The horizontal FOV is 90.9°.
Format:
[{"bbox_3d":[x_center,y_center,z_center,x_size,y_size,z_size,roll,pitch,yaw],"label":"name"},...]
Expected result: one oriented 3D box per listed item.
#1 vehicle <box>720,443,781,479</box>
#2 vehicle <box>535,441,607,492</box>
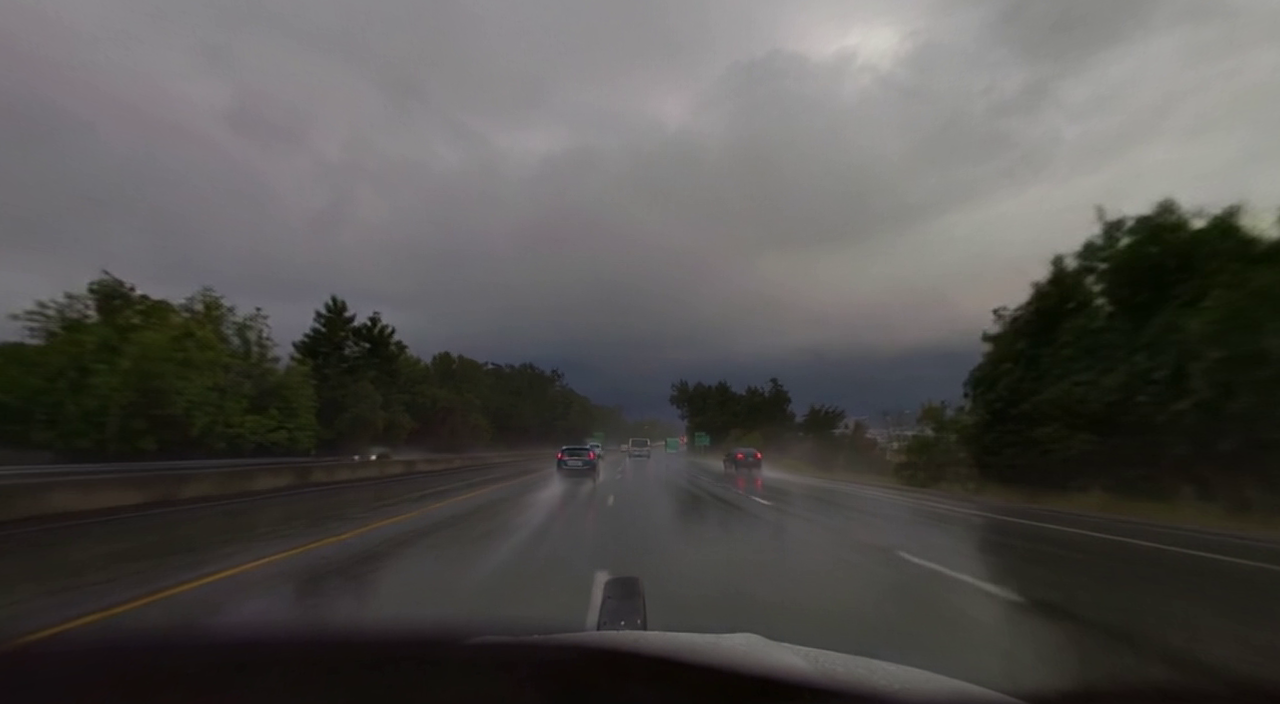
[{"bbox_3d":[4.914,4.881,28.418,1.926,1.483,3.528,0,-9,-3],"label":"vehicle"},{"bbox_3d":[-2.183,3.779,21.129,2.053,1.483,4.185,0,-9,-2],"label":"vehicle"}]
